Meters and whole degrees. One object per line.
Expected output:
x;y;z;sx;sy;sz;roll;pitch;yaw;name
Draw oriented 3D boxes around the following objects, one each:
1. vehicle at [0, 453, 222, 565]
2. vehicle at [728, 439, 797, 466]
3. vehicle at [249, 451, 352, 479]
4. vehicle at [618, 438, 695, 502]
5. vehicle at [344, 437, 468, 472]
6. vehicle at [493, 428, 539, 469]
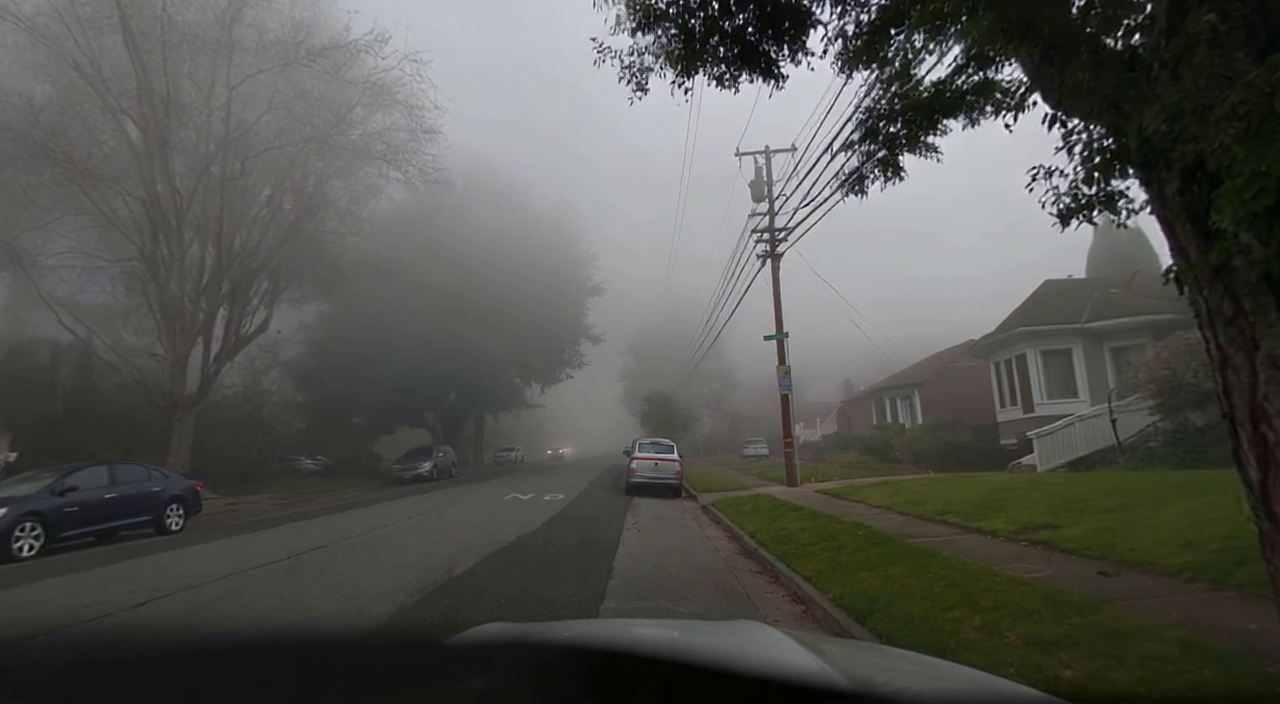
-9.497;2.424;10.454;1.968;1.449;4.502;0;-8;2;vehicle
7.855;6.496;40.773;4.075;1.674;1.811;0;-8;0;vehicle
-18.205;6.082;33.995;4.481;1.420;1.712;1;-9;-3;vehicle
0.474;3.191;17.382;1.908;1.572;3.105;0;-8;3;vehicle
-14.015;6.183;38.114;6.488;2.009;2.354;0;-8;1;vehicle
-9.440;7.422;48.585;2.199;2.902;5.848;0;-8;1;vehicle
